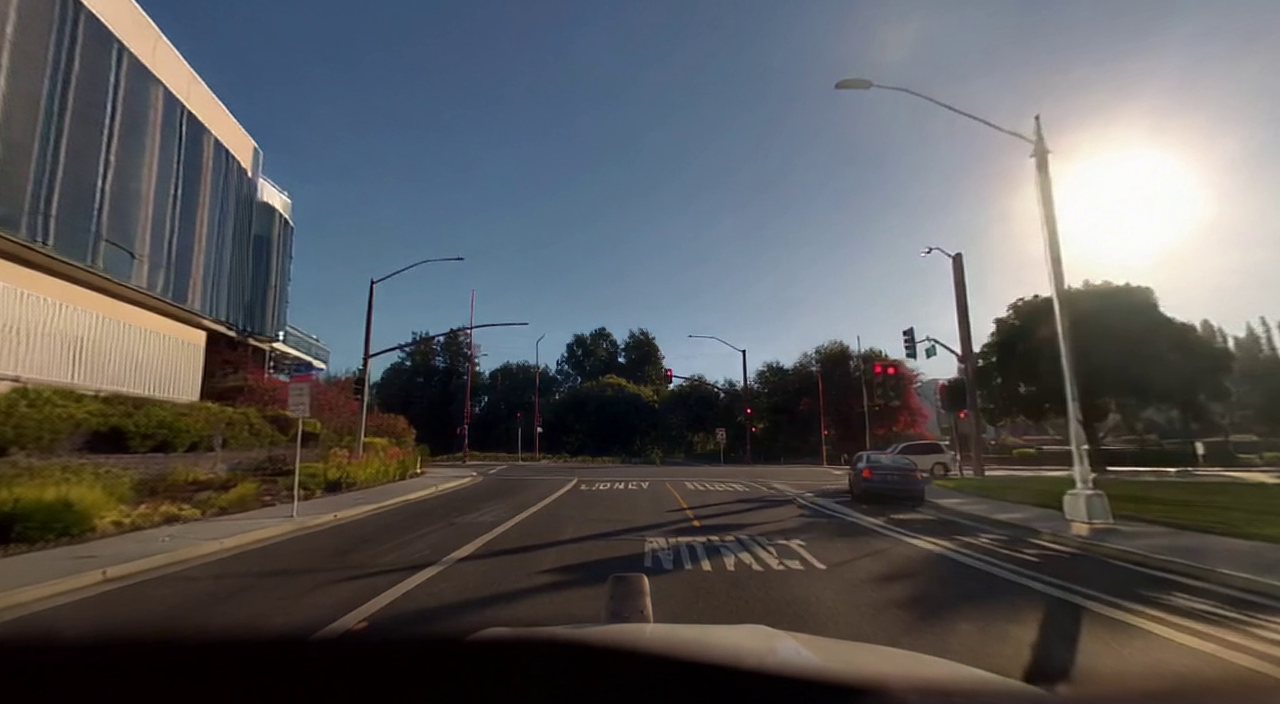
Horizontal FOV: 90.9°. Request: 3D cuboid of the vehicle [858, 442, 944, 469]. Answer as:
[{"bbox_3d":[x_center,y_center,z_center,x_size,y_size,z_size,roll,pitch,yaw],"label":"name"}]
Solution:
[{"bbox_3d":[17.141,6.794,41.502,4.715,1.671,2.030,0,-8,0],"label":"vehicle"}]
